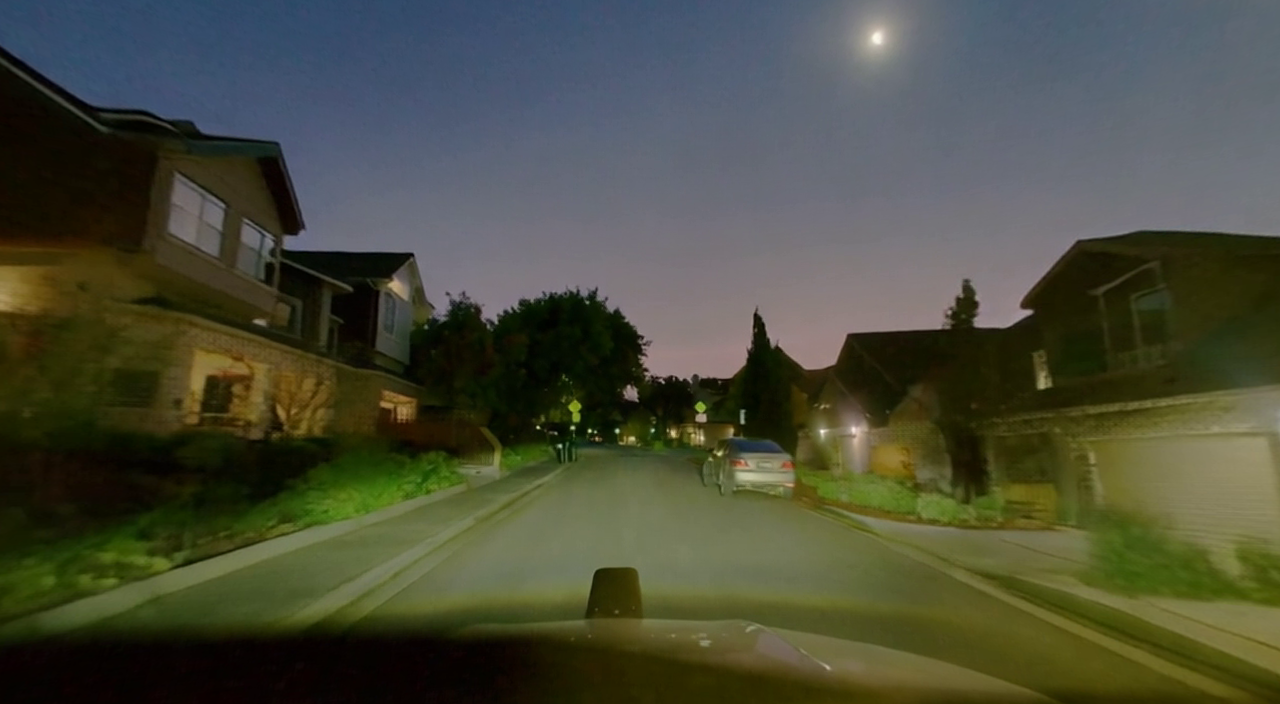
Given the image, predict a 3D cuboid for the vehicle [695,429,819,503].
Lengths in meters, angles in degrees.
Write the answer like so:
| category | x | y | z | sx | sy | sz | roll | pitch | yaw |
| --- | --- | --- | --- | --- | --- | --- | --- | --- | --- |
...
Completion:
| category | x | y | z | sx | sy | sz | roll | pitch | yaw |
| --- | --- | --- | --- | --- | --- | --- | --- | --- | --- |
| vehicle | 2.612 | 2.625 | 15.129 | 1.955 | 1.498 | 4.046 | 0 | -7 | -4 |
